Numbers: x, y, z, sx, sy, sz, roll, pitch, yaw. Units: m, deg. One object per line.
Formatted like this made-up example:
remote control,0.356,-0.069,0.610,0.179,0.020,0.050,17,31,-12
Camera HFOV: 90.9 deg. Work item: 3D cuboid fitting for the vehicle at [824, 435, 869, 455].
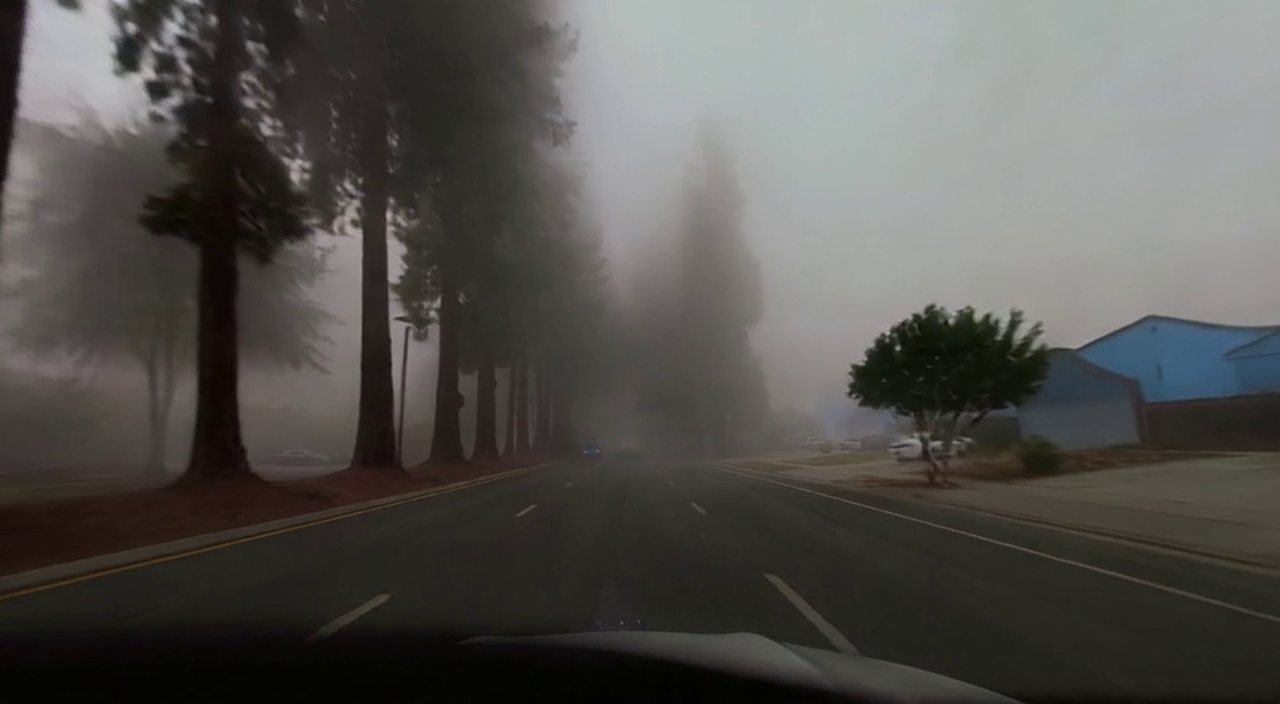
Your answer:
vehicle,16.050,7.298,49.295,1.968,1.511,4.497,0,-9,0

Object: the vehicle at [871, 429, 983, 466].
vehicle,12.450,4.144,27.285,4.630,1.461,1.817,4,-9,-26
